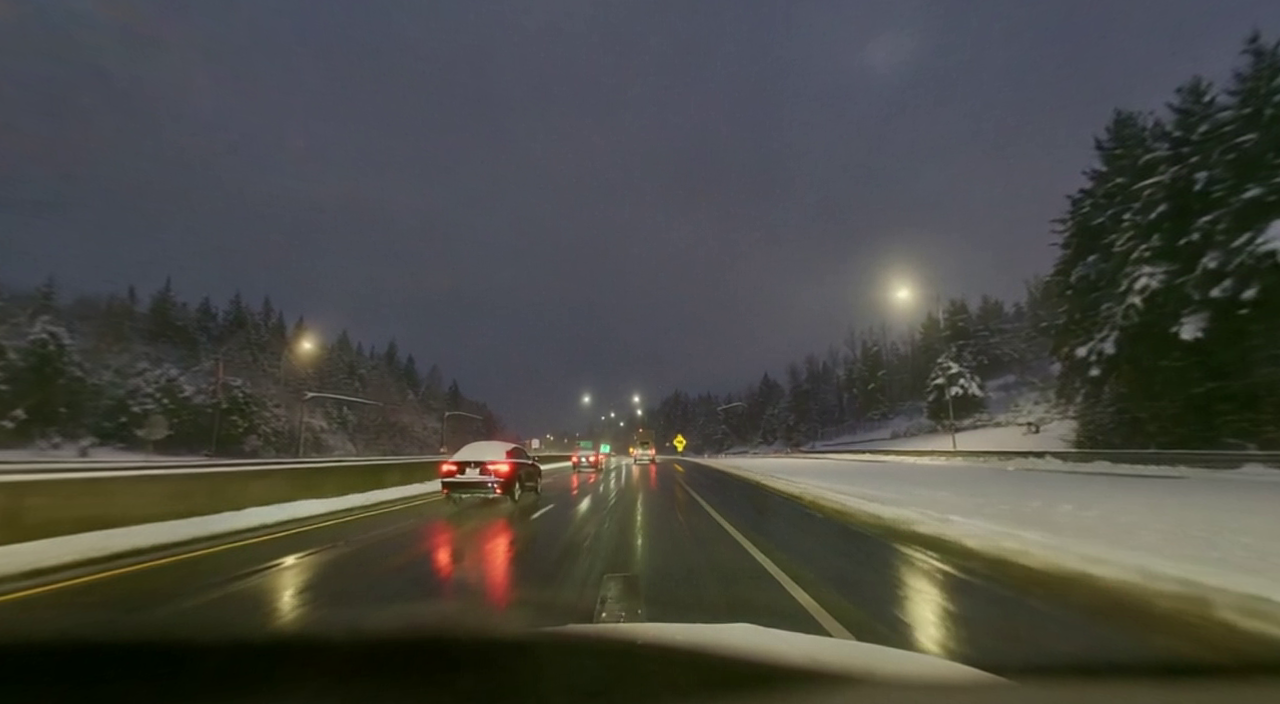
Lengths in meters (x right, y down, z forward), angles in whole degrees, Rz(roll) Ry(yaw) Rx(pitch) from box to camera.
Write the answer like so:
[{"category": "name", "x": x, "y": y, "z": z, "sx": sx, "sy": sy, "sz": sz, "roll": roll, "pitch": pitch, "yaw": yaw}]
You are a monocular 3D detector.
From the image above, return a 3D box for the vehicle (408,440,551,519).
[{"category": "vehicle", "x": -3.454, "y": 2.848, "z": 14.643, "sx": 2.012, "sy": 1.510, "sz": 4.672, "roll": 0, "pitch": -9, "yaw": 1}]

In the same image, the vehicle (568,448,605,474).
[{"category": "vehicle", "x": -3.277, "y": 6.778, "z": 39.354, "sx": 1.965, "sy": 1.459, "sz": 4.145, "roll": 0, "pitch": -9, "yaw": 0}]
